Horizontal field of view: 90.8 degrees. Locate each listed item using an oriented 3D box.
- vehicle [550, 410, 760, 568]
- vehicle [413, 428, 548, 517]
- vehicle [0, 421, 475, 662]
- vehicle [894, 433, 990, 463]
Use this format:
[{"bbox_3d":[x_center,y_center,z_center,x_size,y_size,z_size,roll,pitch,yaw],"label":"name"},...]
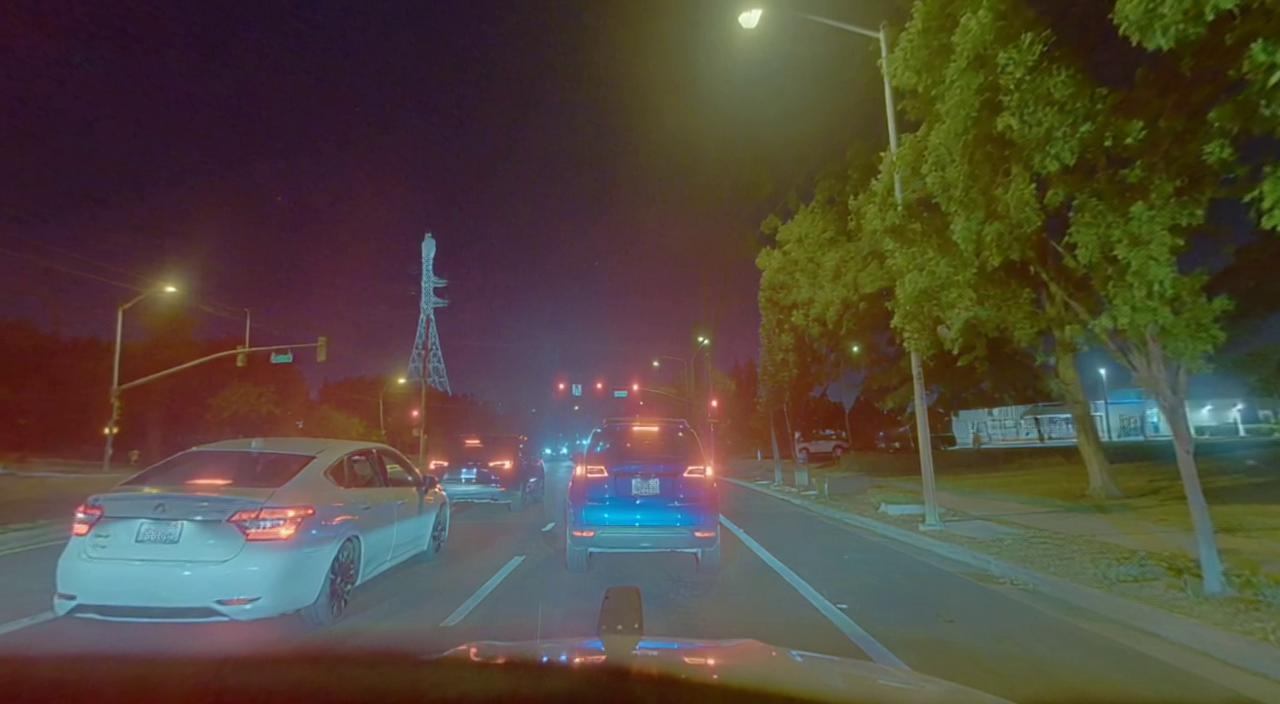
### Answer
[{"bbox_3d":[0.090,1.770,8.933,2.239,1.661,4.224,0,-8,-2],"label":"vehicle"},{"bbox_3d":[-3.253,2.524,13.712,1.997,1.636,3.760,0,-8,-1],"label":"vehicle"},{"bbox_3d":[-3.168,1.503,6.209,1.973,1.469,4.448,0,-8,-1],"label":"vehicle"},{"bbox_3d":[15.103,4.800,31.715,3.858,1.437,1.899,0,-8,-4],"label":"vehicle"}]
